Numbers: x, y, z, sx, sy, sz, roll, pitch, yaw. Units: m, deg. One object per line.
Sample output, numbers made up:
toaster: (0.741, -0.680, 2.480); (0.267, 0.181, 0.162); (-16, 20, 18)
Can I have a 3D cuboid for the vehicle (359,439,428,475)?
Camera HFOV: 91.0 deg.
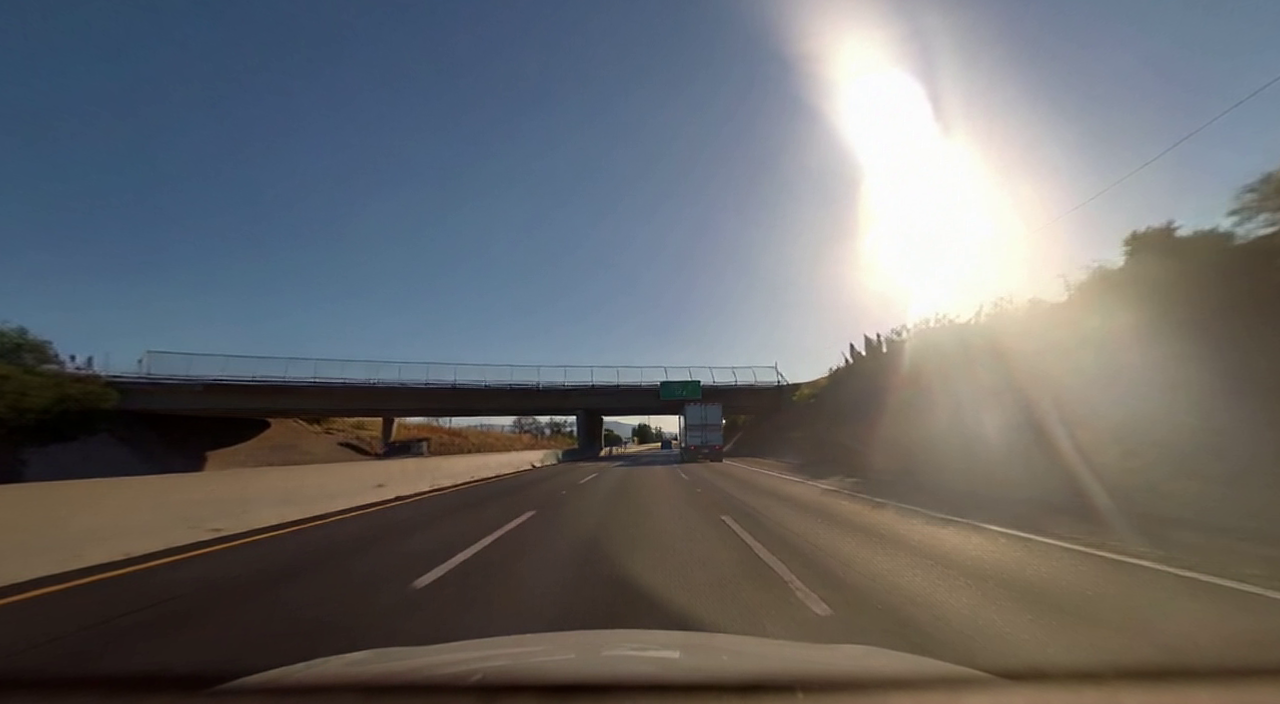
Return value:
vehicle: (-18.666, 7.924, 48.193); (2.288, 2.531, 6.938); (-1, -8, 2)
